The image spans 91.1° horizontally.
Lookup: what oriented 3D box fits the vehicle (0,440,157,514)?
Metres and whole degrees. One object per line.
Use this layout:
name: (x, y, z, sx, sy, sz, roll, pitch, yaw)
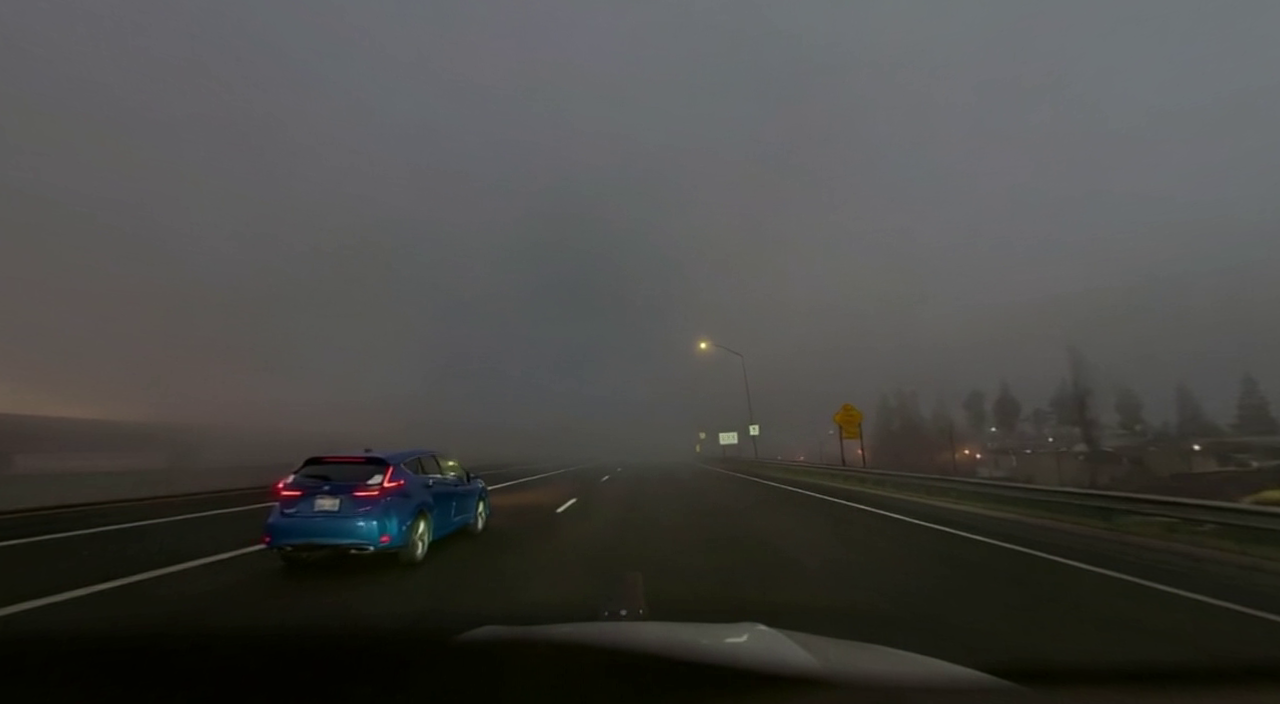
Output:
vehicle: (-14.523, 2.947, 15.259, 2.016, 1.546, 4.353, 0, -9, 1)
